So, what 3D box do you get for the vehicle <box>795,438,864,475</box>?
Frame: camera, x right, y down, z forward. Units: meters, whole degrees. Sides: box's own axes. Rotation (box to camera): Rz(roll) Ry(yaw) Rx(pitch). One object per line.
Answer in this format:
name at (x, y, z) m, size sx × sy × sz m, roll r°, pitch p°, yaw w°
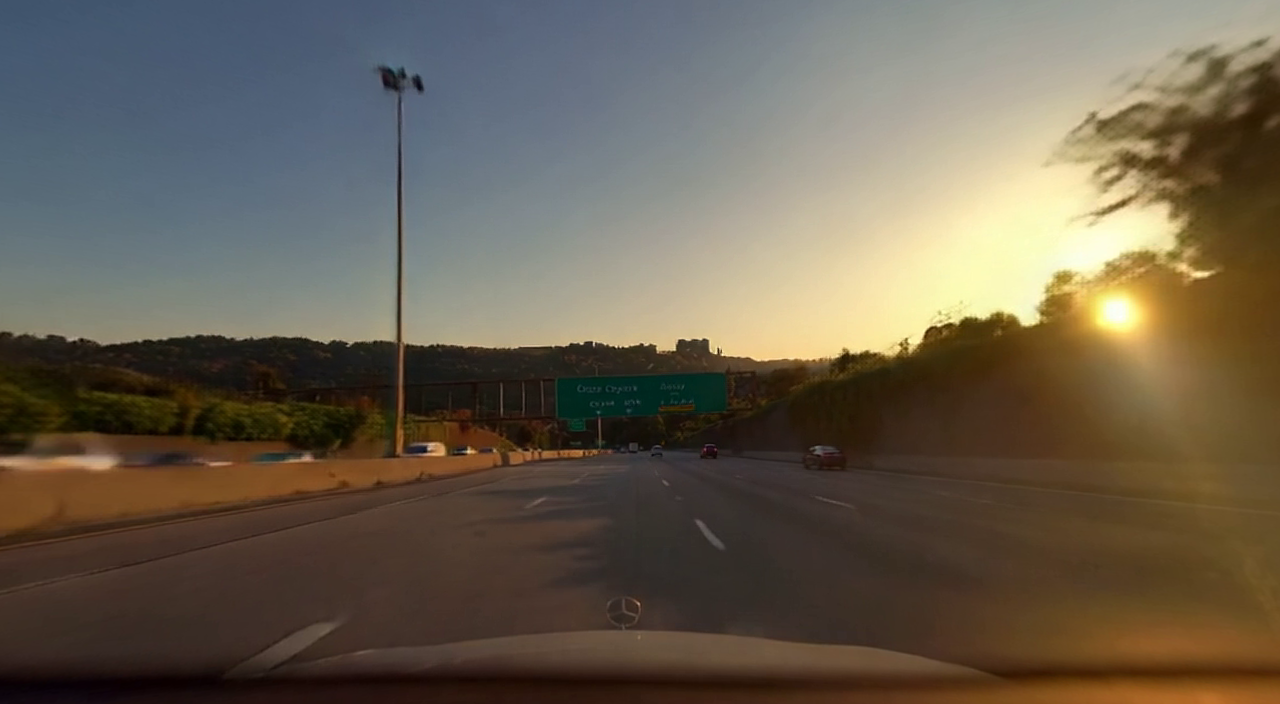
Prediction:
vehicle at (9.734, 5.418, 32.781) m, size 2.167 × 1.781 × 4.340 m, roll 0°, pitch -9°, yaw -1°
